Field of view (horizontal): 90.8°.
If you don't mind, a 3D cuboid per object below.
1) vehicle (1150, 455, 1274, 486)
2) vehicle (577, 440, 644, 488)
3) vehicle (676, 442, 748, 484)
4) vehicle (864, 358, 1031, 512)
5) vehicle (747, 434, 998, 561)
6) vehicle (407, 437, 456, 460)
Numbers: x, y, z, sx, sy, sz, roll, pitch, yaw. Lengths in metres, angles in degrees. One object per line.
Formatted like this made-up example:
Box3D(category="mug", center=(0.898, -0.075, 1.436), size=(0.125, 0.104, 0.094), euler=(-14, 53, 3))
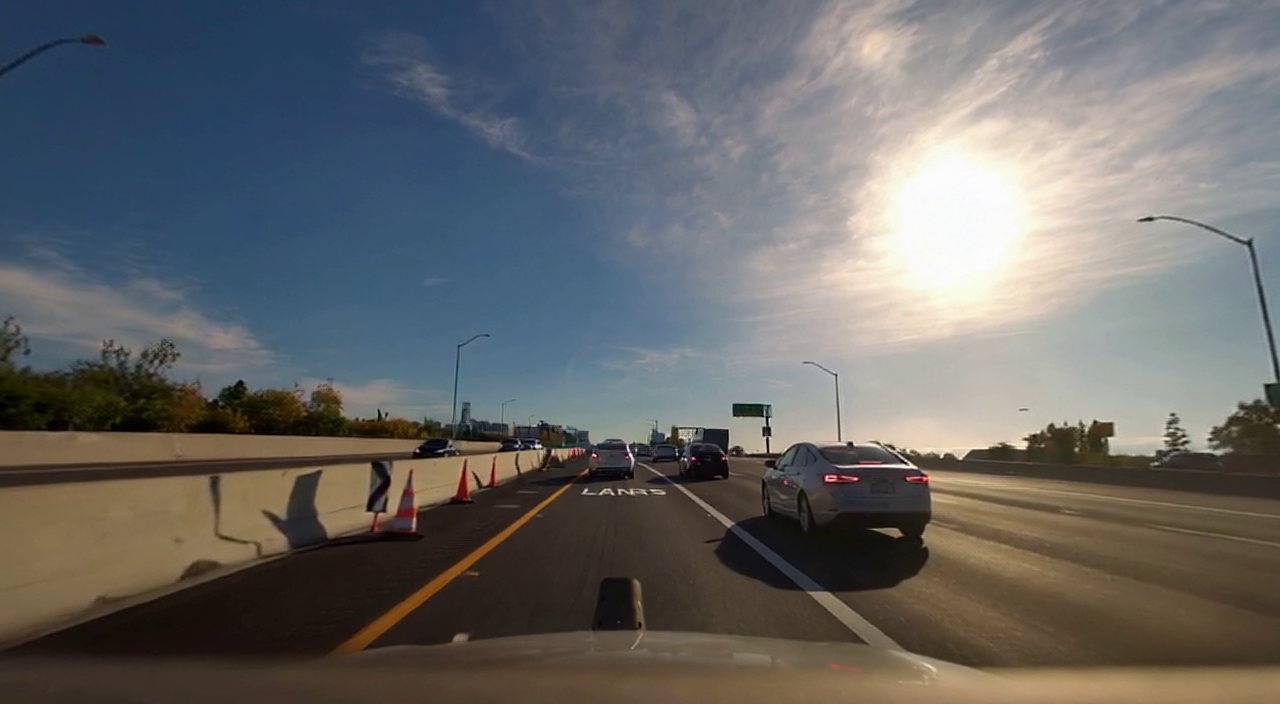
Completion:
Box3D(category="vehicle", center=(35.229, 7.275, 39.183), size=(2.227, 1.730, 5.442), euler=(1, -9, -6))
Box3D(category="vehicle", center=(-0.964, 3.765, 21.575), size=(2.069, 1.470, 4.004), euler=(0, -8, -1))
Box3D(category="vehicle", center=(2.637, 4.191, 24.202), size=(2.042, 1.460, 4.451), euler=(0, -8, -3))
Box3D(category="vehicle", center=(7.593, 2.102, 16.072), size=(2.575, 3.519, 2.984), euler=(0, -9, 1))
Box3D(category="vehicle", center=(3.096, 2.024, 9.574), size=(1.996, 1.455, 4.281), euler=(0, -9, -3))
Box3D(category="vehicle", center=(-13.954, 6.516, 42.580), size=(1.828, 1.471, 4.406), euler=(0, -9, 0))
